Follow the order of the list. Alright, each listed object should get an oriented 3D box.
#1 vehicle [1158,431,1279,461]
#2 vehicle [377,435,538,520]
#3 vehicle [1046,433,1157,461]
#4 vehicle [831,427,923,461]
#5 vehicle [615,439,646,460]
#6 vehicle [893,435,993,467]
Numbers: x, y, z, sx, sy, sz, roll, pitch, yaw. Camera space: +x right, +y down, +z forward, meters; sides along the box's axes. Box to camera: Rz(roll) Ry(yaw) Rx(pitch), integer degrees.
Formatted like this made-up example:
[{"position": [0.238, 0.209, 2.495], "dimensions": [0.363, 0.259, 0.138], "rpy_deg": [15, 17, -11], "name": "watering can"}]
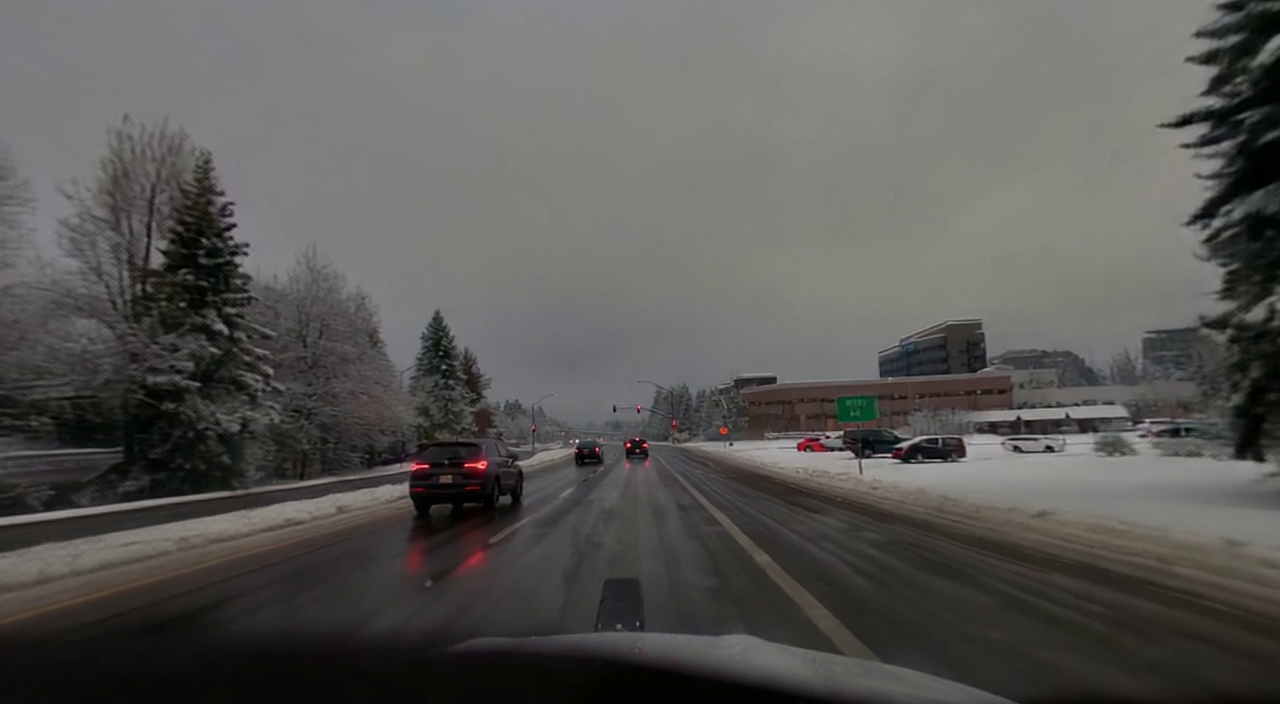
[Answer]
[{"position": [29.700, 4.784, 32.235], "dimensions": [4.650, 1.445, 1.982], "rpy_deg": [-5, -10, 28], "name": "vehicle"}, {"position": [-3.627, 2.564, 13.542], "dimensions": [1.920, 1.480, 4.549], "rpy_deg": [0, -8, 2], "name": "vehicle"}, {"position": [25.179, 5.217, 34.681], "dimensions": [4.528, 1.450, 1.889], "rpy_deg": [-4, -9, 26], "name": "vehicle"}, {"position": [14.951, 5.803, 39.810], "dimensions": [5.394, 1.994, 2.228], "rpy_deg": [4, -9, -26], "name": "vehicle"}, {"position": [-0.663, 7.290, 47.216], "dimensions": [2.231, 1.481, 4.489], "rpy_deg": [0, -8, 1], "name": "vehicle"}, {"position": [14.939, 4.851, 31.093], "dimensions": [4.505, 1.472, 2.020], "rpy_deg": [4, -9, -26], "name": "vehicle"}]
